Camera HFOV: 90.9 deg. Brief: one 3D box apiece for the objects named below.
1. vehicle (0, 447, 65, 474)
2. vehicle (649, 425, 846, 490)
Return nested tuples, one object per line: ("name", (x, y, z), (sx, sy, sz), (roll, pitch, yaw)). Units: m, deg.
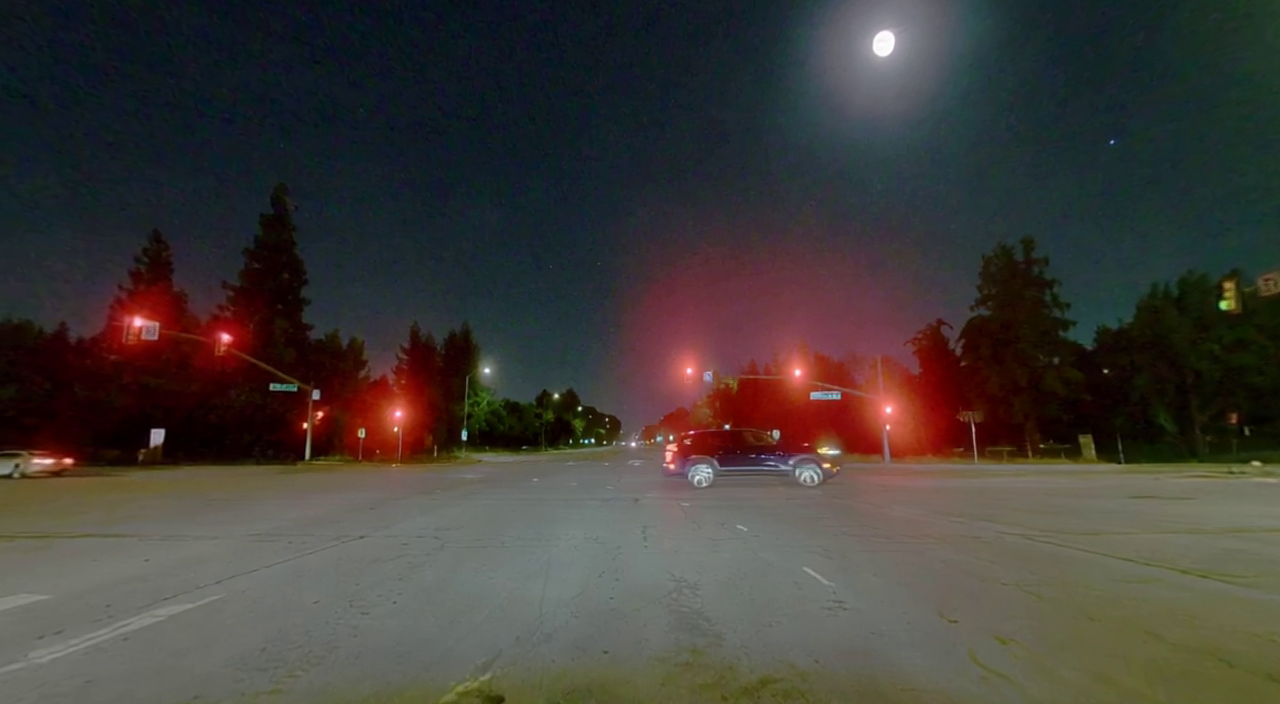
("vehicle", (-36.622, 6.271, 36.470), (4.975, 1.482, 1.814), (-1, -9, 2))
("vehicle", (2.853, 2.934, 17.692), (5.155, 1.686, 1.937), (-1, -8, 2))
